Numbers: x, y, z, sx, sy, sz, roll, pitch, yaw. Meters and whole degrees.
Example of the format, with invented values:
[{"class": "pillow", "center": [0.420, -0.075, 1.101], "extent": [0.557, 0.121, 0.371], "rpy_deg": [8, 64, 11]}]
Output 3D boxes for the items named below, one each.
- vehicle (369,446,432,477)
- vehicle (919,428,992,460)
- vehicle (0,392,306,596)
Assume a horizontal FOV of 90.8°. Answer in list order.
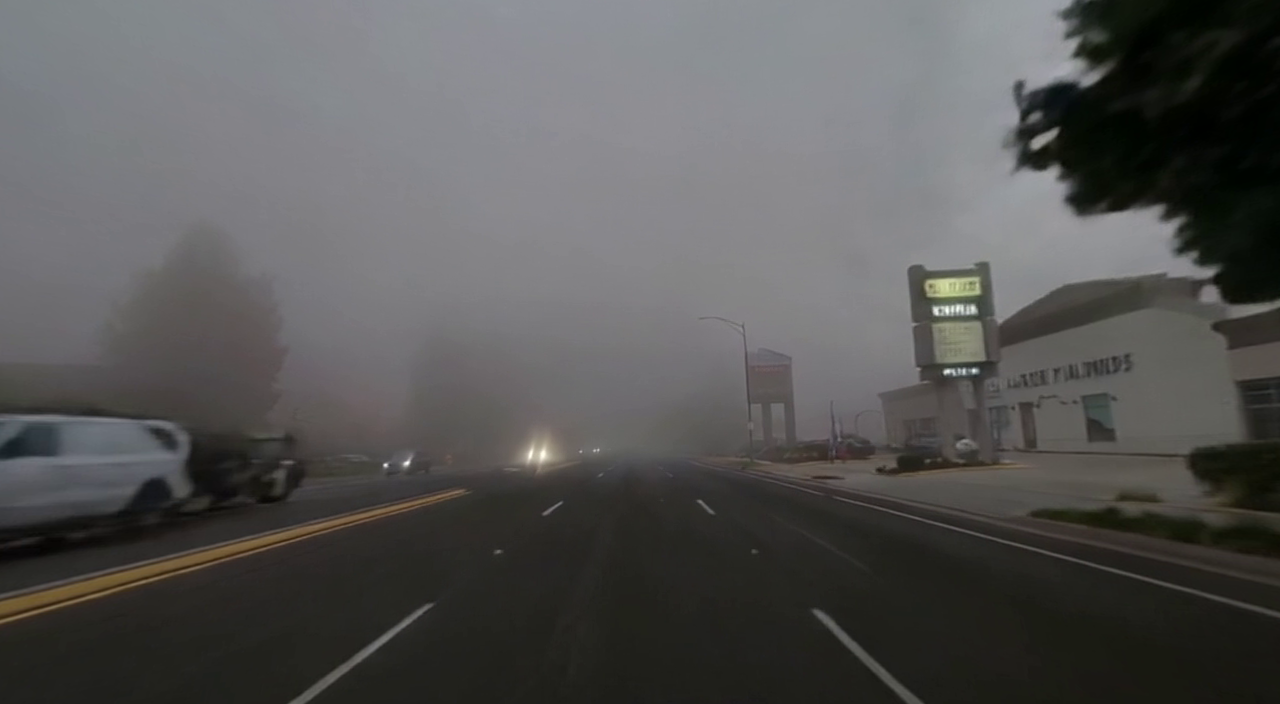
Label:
[{"class": "vehicle", "center": [-14.006, 6.397, 37.254], "extent": [1.961, 1.670, 4.583], "rpy_deg": [0, -9, -1]}, {"class": "vehicle", "center": [17.243, 5.030, 34.451], "extent": [4.277, 1.605, 1.920], "rpy_deg": [7, -11, -41]}, {"class": "vehicle", "center": [-7.285, 1.701, 8.283], "extent": [2.452, 1.905, 6.188], "rpy_deg": [0, -9, 0]}]
